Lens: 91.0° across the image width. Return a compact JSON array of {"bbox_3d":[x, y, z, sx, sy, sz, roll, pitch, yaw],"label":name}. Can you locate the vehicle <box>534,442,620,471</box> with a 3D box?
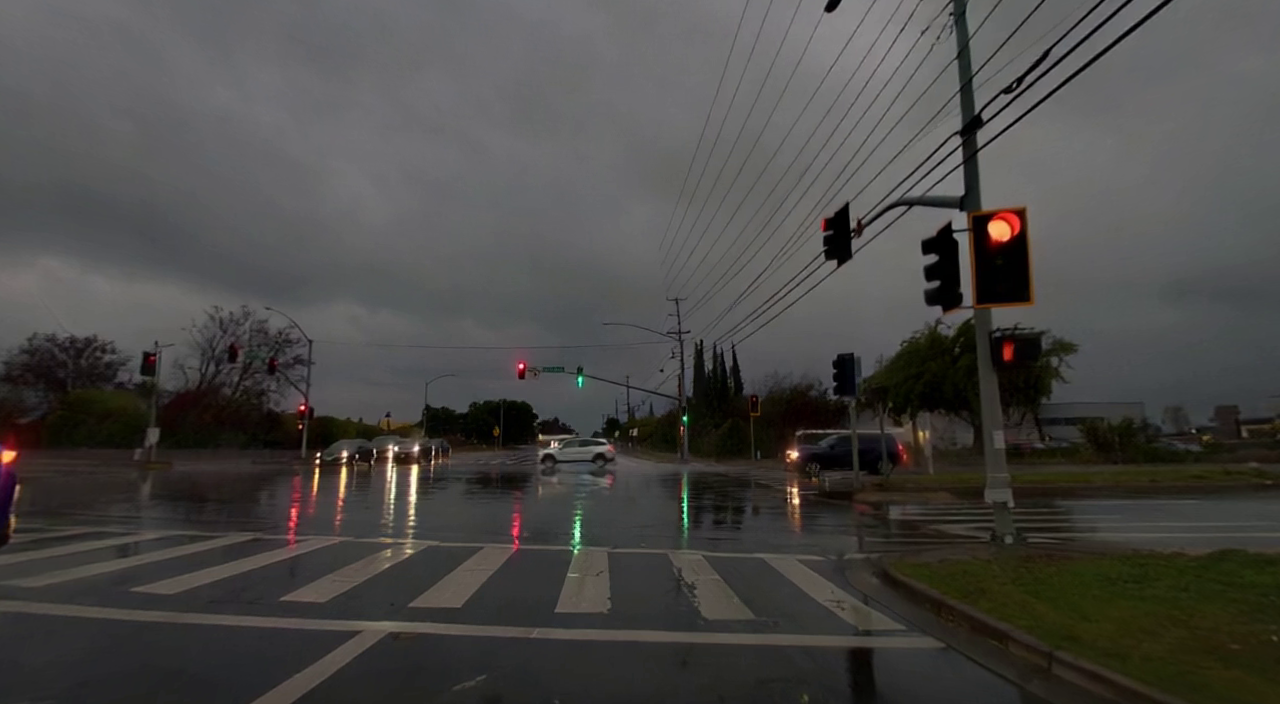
[{"bbox_3d":[-3.536,5.937,35.841,4.529,1.566,1.842,-2,-9,12],"label":"vehicle"}]

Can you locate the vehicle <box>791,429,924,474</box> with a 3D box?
[{"bbox_3d":[8.719,4.031,25.718,4.884,1.714,2.021,-2,-9,12],"label":"vehicle"}]
